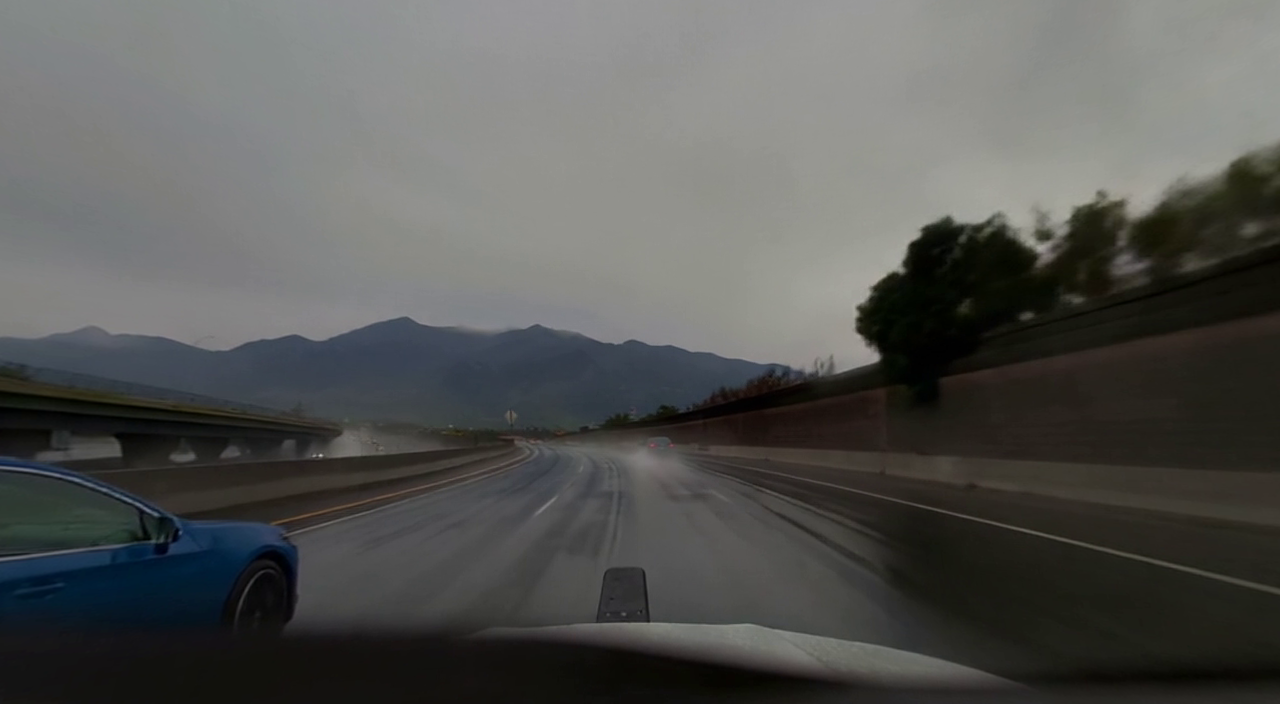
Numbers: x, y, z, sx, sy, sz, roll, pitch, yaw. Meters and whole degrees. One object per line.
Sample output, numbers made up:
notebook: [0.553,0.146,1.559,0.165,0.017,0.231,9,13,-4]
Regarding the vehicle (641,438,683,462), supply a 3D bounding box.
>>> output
vehicle: [1.317,6.298,40.502,1.985,1.440,4.466,1,-9,-7]
